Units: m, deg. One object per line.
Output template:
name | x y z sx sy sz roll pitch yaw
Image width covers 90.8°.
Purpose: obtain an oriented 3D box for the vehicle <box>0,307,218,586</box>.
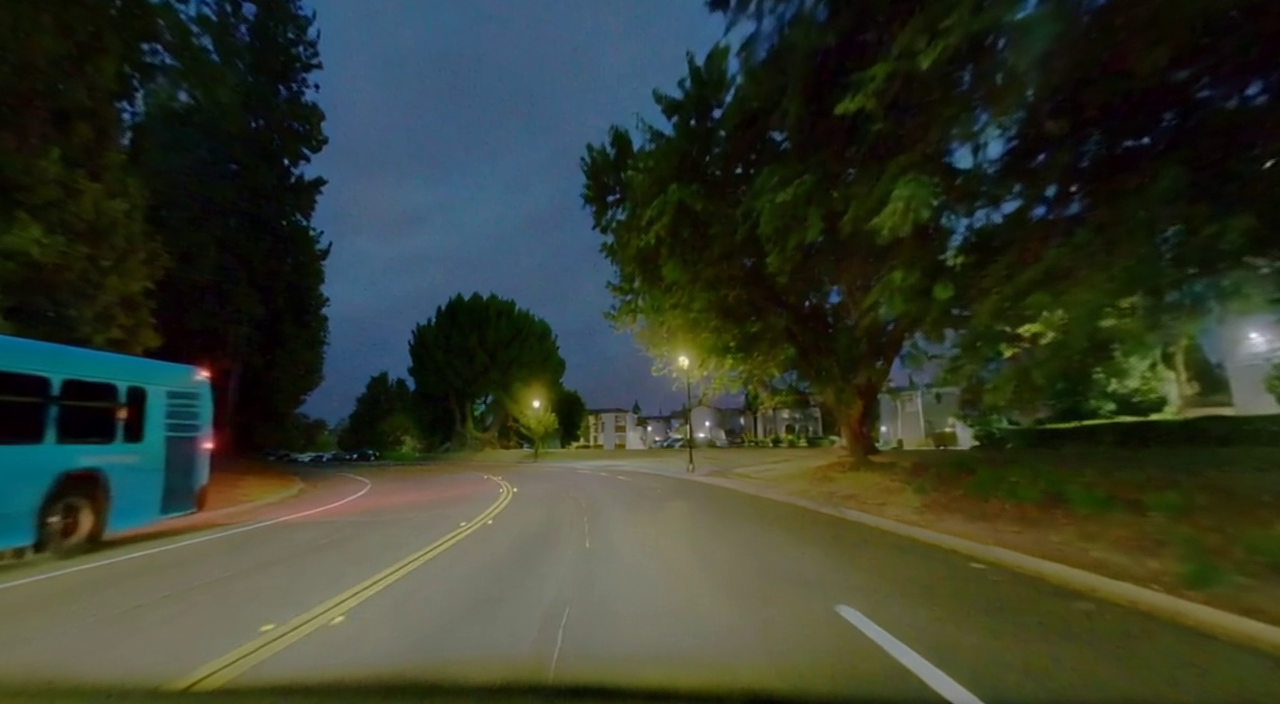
vehicle | -8.376 0.902 5.984 2.886 2.994 8.380 0 -8 0
